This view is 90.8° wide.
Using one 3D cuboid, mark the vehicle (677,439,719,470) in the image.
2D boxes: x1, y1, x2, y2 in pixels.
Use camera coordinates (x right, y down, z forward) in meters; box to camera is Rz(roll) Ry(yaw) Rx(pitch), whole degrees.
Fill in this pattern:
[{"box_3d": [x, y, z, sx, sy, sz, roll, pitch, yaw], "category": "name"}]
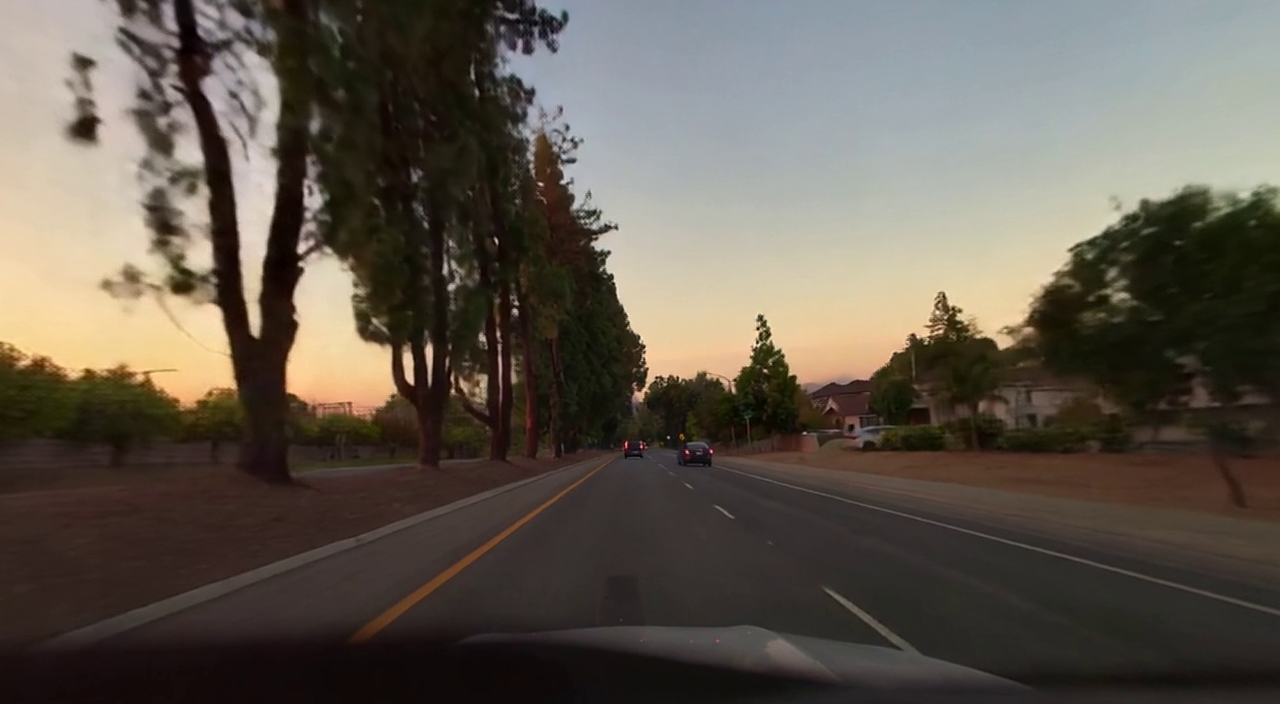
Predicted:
[{"box_3d": [3.226, 5.797, 35.937, 1.888, 1.640, 4.044, 0, -8, -2], "category": "vehicle"}]
